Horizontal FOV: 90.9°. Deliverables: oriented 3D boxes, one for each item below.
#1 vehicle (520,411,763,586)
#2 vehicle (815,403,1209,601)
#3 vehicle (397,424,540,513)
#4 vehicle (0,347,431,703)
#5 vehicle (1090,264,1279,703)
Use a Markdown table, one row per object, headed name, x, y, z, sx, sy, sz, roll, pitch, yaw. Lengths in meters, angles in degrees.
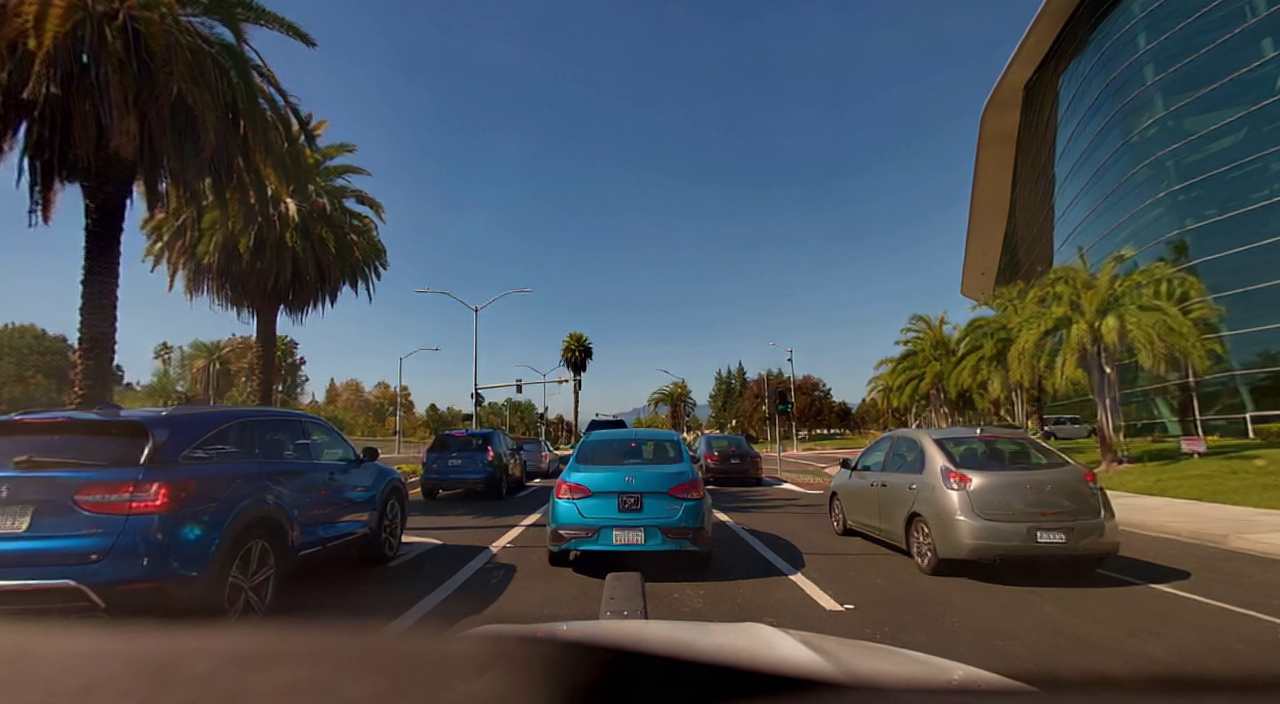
| name | x | y | z | sx | sy | sz | roll | pitch | yaw |
| --- | --- | --- | --- | --- | --- | --- | --- | --- | --- |
| vehicle | -0.037 | 1.668 | 8.004 | 2.219 | 1.586 | 4.321 | 0 | -8 | -1 |
| vehicle | 3.842 | 1.626 | 7.727 | 2.064 | 1.696 | 4.431 | 0 | -8 | -1 |
| vehicle | -3.460 | 2.422 | 13.523 | 1.917 | 1.631 | 3.768 | 0 | -8 | 1 |
| vehicle | -3.541 | 1.175 | 5.396 | 2.014 | 1.775 | 4.404 | 0 | -8 | -1 |
| vehicle | 2.983 | 0.436 | 0.305 | 2.117 | 1.879 | 4.715 | 0 | -8 | 2 |
